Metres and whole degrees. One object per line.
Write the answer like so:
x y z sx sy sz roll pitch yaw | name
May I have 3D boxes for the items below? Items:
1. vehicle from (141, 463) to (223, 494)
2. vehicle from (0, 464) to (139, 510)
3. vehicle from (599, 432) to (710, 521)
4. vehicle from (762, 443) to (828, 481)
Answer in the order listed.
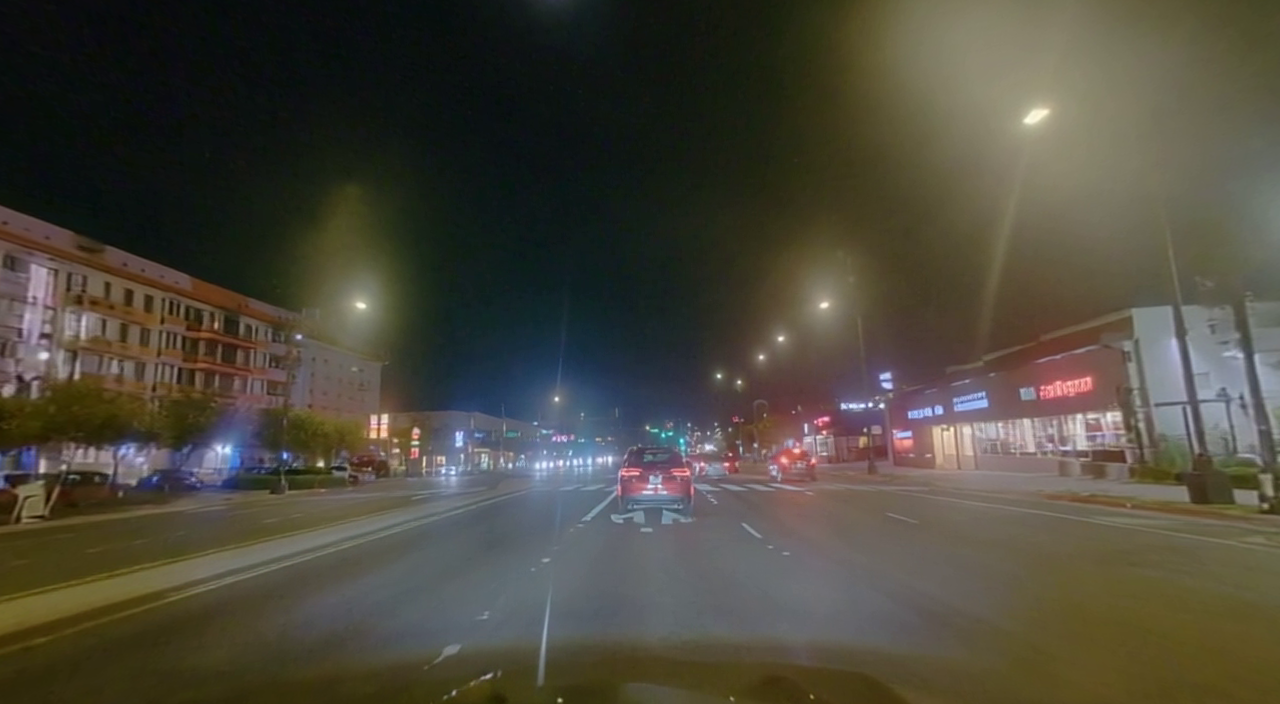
-27.892 7.700 38.543 1.861 1.578 4.152 0 -8 1 | vehicle
-25.888 6.098 28.821 2.026 1.808 4.835 0 -9 -2 | vehicle
0.272 2.671 14.027 2.125 1.669 3.880 0 -8 0 | vehicle
7.189 5.146 29.746 2.086 1.627 4.294 0 -8 1 | vehicle
